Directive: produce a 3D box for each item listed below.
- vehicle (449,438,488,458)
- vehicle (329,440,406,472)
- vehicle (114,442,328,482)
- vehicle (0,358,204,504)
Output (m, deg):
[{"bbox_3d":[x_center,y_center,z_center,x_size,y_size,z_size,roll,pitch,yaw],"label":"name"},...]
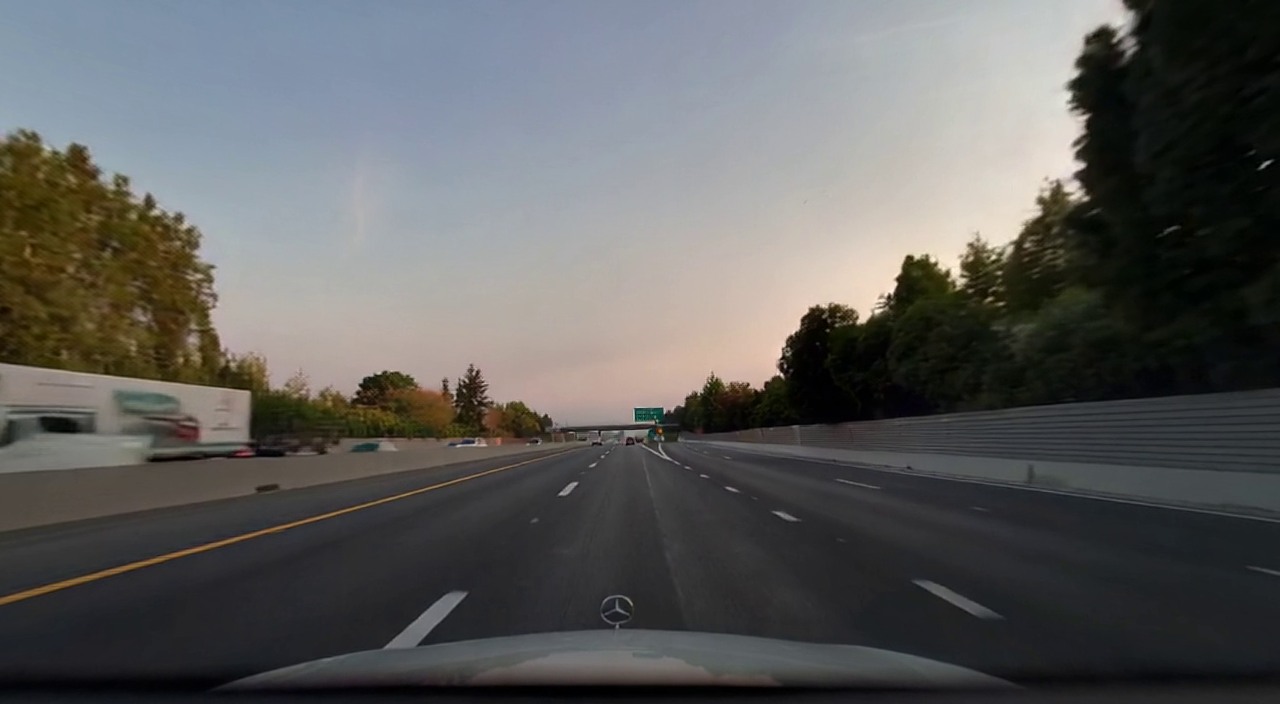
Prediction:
[{"bbox_3d":[-13.428,7.514,49.466,1.954,1.492,4.196,0,-8,-1],"label":"vehicle"},{"bbox_3d":[-13.327,5.098,31.123,1.907,1.415,4.576,0,-8,-2],"label":"vehicle"},{"bbox_3d":[-17.453,4.648,27.575,2.796,1.314,10.381,0,-8,-3],"label":"vehicle"},{"bbox_3d":[-17.134,2.122,16.824,2.975,3.541,11.755,0,-8,-2],"label":"vehicle"}]
